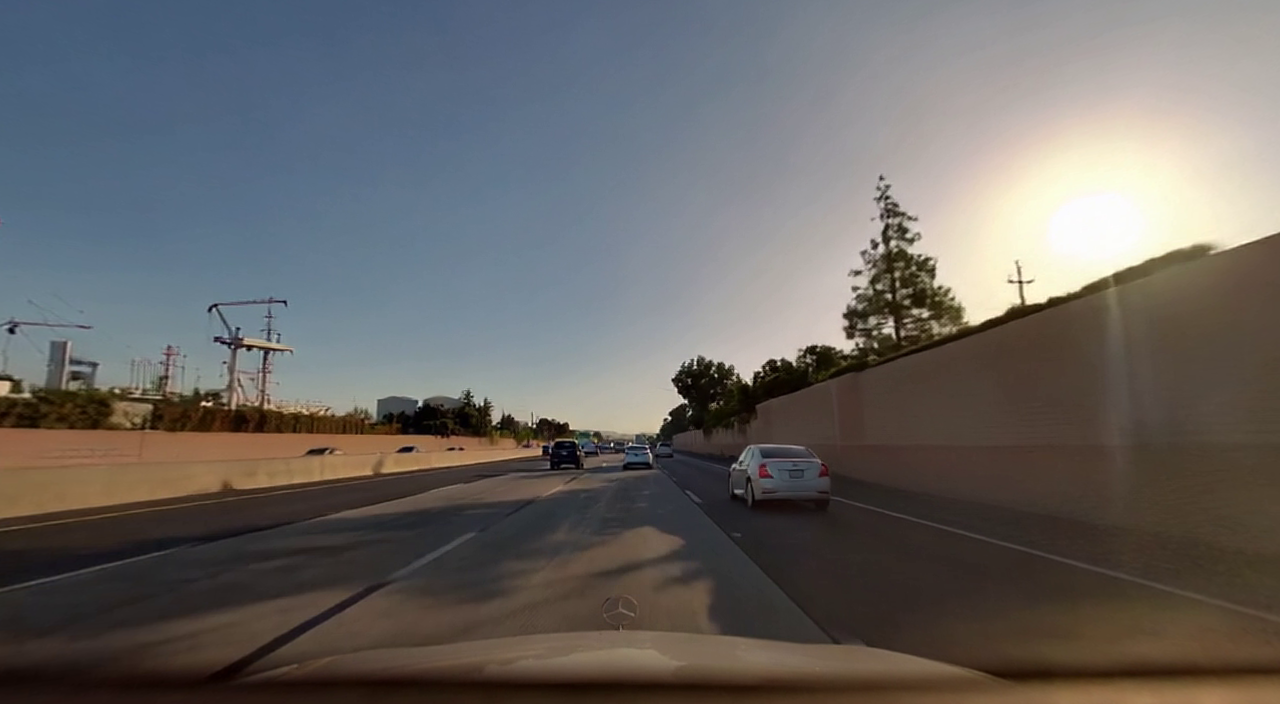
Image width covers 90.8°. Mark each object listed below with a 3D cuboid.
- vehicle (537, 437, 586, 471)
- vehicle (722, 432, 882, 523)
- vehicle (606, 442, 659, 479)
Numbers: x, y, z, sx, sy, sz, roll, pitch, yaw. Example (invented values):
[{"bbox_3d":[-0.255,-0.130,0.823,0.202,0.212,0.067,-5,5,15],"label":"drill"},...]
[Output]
[{"bbox_3d":[-4.317,5.653,35.279,2.121,1.775,4.335,0,-8,1],"label":"vehicle"},{"bbox_3d":[3.025,2.446,12.925,1.917,1.507,4.540,0,-8,-2],"label":"vehicle"},{"bbox_3d":[-0.321,4.525,26.639,2.045,1.452,4.040,0,-8,-1],"label":"vehicle"}]
